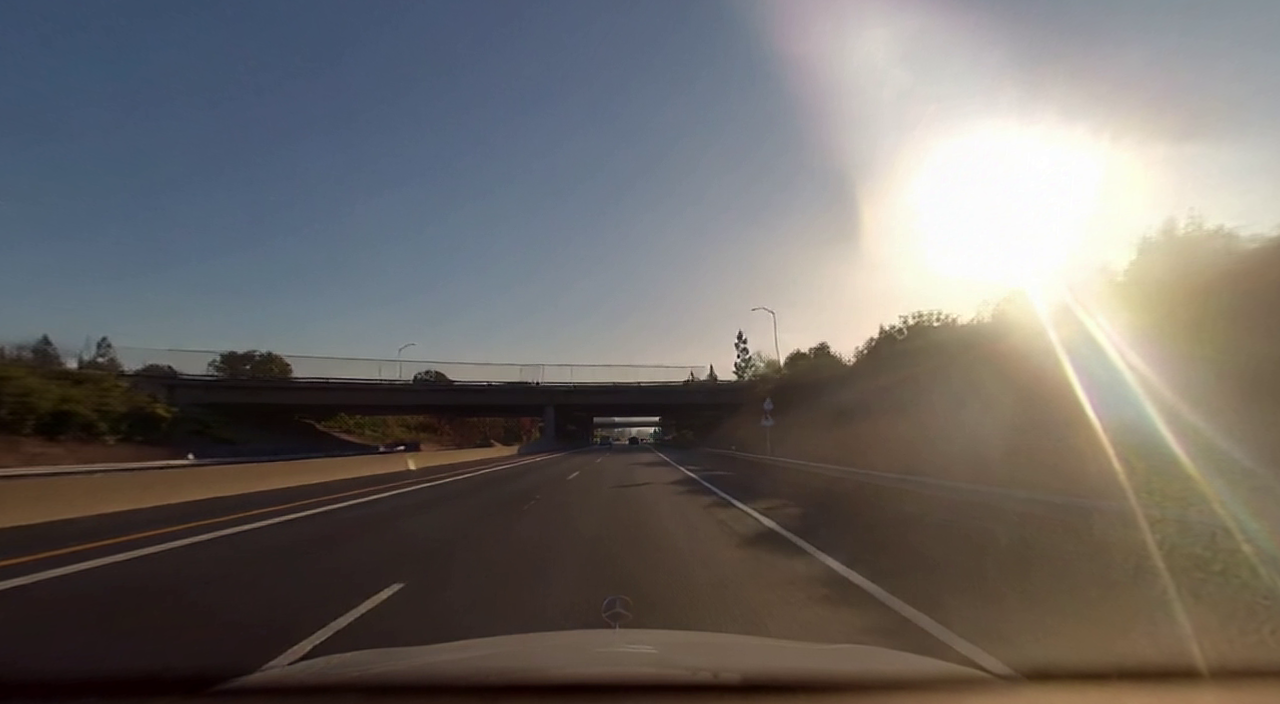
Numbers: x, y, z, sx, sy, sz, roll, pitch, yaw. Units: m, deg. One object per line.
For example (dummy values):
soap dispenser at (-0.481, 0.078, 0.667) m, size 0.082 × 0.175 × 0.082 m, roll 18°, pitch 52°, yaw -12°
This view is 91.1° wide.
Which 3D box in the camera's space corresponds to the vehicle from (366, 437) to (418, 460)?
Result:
vehicle at (-17.207, 6.698, 43.795) m, size 1.867 × 1.511 × 4.116 m, roll 0°, pitch -8°, yaw 1°
